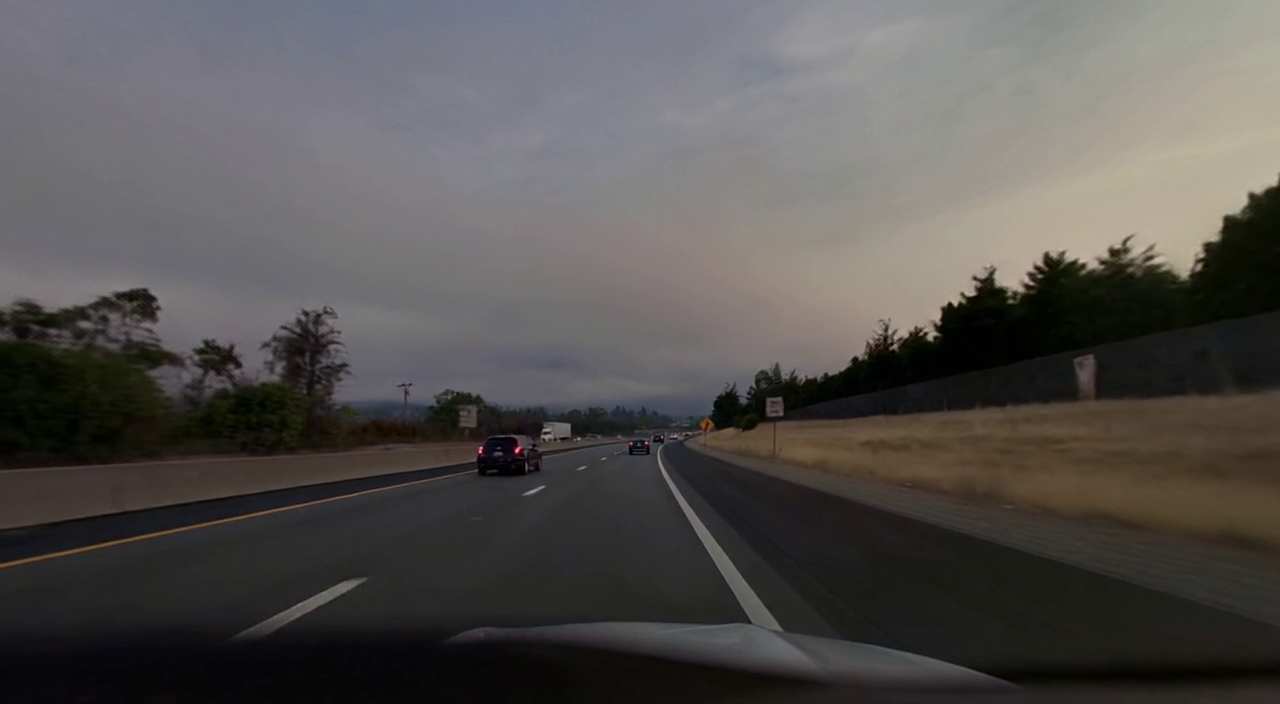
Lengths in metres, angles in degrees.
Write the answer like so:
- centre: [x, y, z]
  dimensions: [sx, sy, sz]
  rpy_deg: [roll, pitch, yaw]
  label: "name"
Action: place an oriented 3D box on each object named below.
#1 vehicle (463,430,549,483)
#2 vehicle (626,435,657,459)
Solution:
- centre: [-4.646, 3.695, 22.504]
  dimensions: [2.075, 1.653, 4.317]
  rpy_deg: [-1, -8, 1]
  label: "vehicle"
- centre: [0.073, 6.819, 45.268]
  dimensions: [2.146, 1.636, 4.026]
  rpy_deg: [0, -8, 0]
  label: "vehicle"
